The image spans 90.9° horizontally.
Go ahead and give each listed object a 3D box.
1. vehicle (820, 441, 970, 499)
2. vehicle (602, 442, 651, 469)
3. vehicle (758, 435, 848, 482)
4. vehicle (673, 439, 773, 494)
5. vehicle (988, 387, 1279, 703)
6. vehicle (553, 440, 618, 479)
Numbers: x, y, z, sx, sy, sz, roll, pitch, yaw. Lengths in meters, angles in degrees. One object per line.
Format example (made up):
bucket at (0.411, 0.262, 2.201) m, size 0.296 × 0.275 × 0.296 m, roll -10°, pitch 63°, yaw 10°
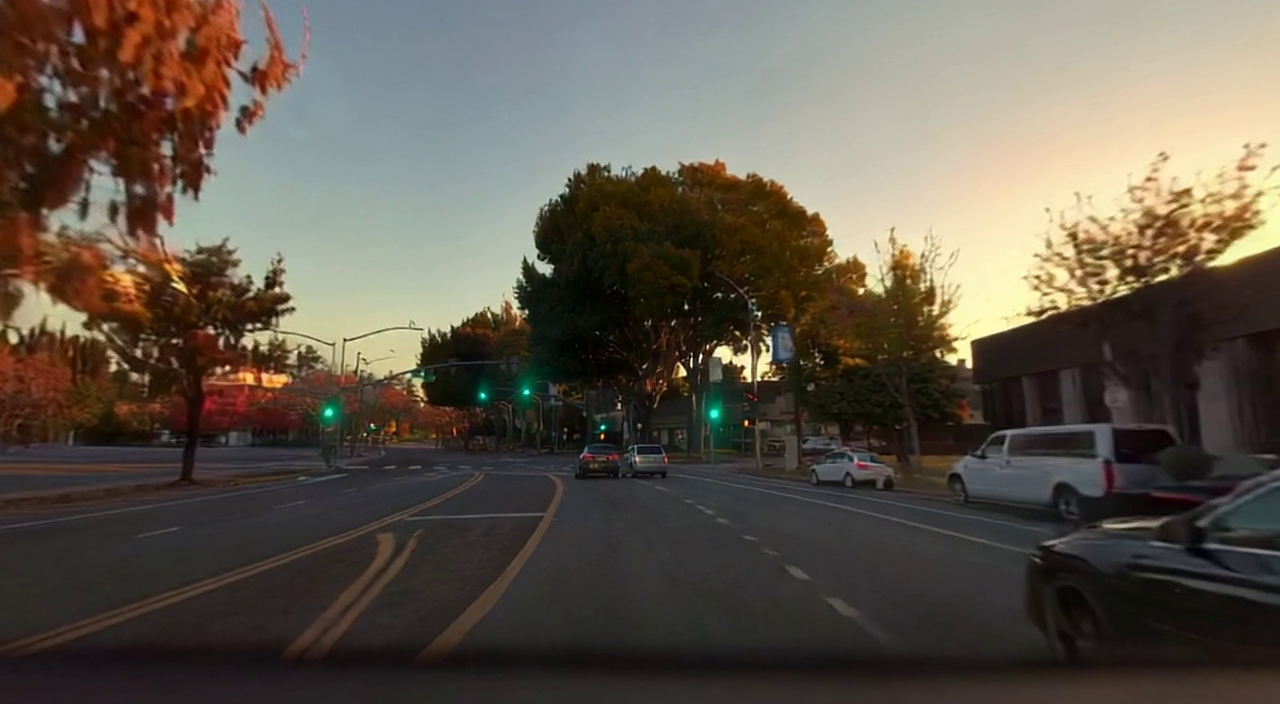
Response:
vehicle at (7.087, 3.301, 18.147) m, size 1.903 × 1.432 × 4.514 m, roll 1°, pitch -8°, yaw -8°
vehicle at (-0.882, 6.048, 37.150) m, size 1.957 × 1.463 × 4.701 m, roll 2°, pitch -9°, yaw -13°
vehicle at (6.077, 4.020, 24.082) m, size 1.825 × 1.646 × 4.070 m, roll 1°, pitch -9°, yaw -9°
vehicle at (2.412, 3.485, 19.621) m, size 1.984 × 1.476 × 4.488 m, roll 1°, pitch -8°, yaw -8°
vehicle at (3.203, 0.778, 1.507) m, size 2.280 × 1.472 × 4.426 m, roll 0°, pitch -8°, yaw 1°
vehicle at (-2.484, 4.634, 27.594) m, size 2.308 × 1.535 × 4.811 m, roll 2°, pitch -9°, yaw -11°
